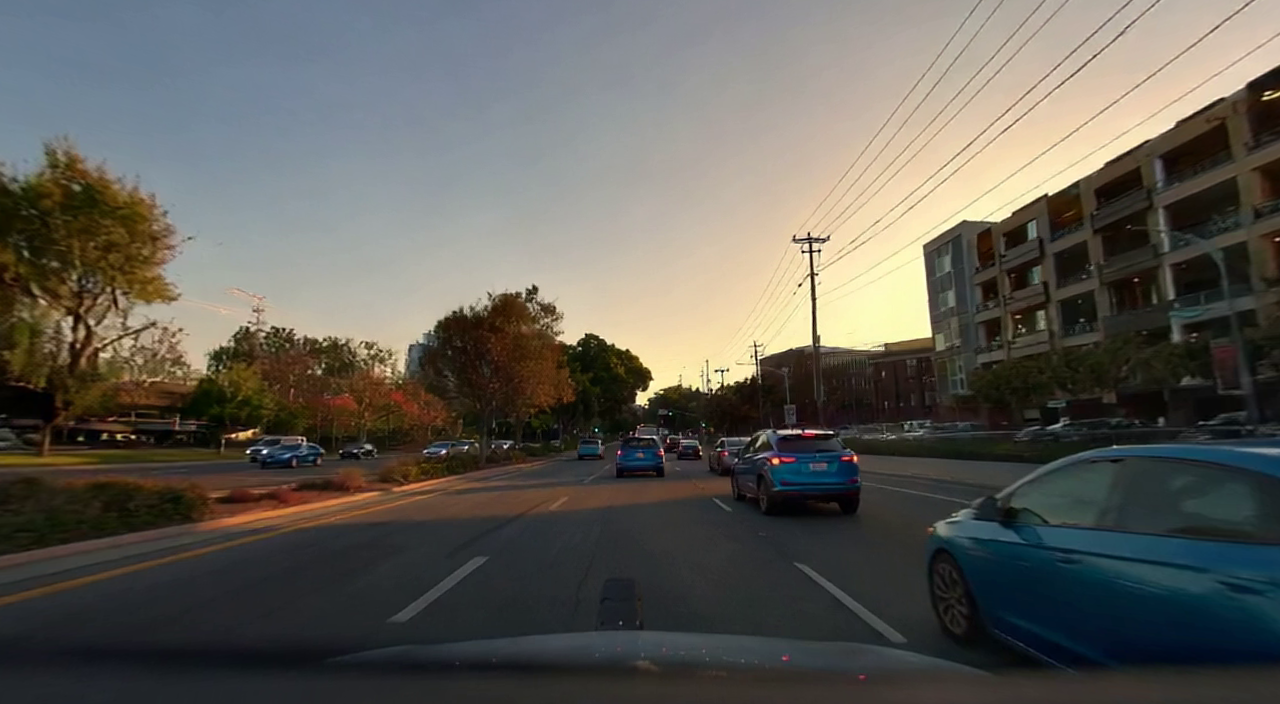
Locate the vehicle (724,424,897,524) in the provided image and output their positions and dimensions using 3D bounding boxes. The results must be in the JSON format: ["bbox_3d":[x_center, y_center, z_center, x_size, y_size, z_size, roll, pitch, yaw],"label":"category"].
[{"bbox_3d":[3.188,2.402,13.055,2.123,1.657,4.719,0,-8,-2],"label":"vehicle"}]

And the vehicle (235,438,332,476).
[{"bbox_3d":[-16.810,4.960,30.091,1.944,1.624,4.561,0,-8,0],"label":"vehicle"}]

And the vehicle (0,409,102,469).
[{"bbox_3d":[-44.176,5.910,43.154,11.033,3.961,3.142,1,-8,-7],"label":"vehicle"}]

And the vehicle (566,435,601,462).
[{"bbox_3d":[-3.991,6.931,45.381,2.104,1.773,4.338,0,-8,1],"label":"vehicle"}]

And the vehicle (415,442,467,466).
[{"bbox_3d":[-13.128,6.729,41.903,1.932,1.455,4.485,0,-8,1],"label":"vehicle"}]

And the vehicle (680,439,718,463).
[{"bbox_3d":[3.863,6.537,41.912,2.054,1.461,4.321,0,-8,0],"label":"vehicle"}]

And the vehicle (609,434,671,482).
[{"bbox_3d":[0.011,3.842,23.153,2.073,1.606,3.933,0,-8,0],"label":"vehicle"}]

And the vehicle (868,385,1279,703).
[{"bbox_3d":[3.022,1.033,3.175,2.065,1.489,4.417,0,-8,-1],"label":"vehicle"}]
